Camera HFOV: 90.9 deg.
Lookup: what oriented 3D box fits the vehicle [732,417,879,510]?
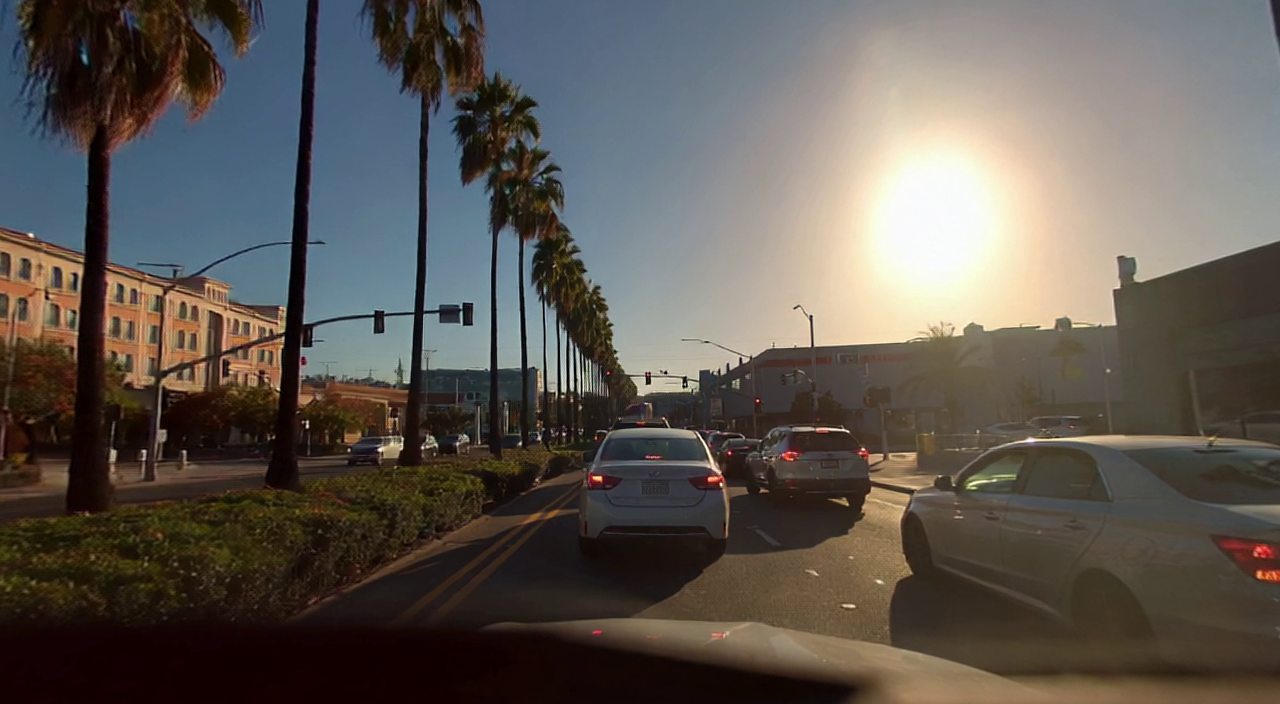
[{"bbox_3d":[3.491,2.461,14.303,2.169,1.751,4.276,0,-8,0],"label":"vehicle"}]

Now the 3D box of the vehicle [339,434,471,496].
[{"bbox_3d":[-6.265,3.048,17.380,1.900,1.487,4.165,0,-8,2],"label":"vehicle"}]

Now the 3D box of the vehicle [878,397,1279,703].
[{"bbox_3d":[3.538,1.217,4.476,1.910,1.490,4.661,0,-8,0],"label":"vehicle"}]

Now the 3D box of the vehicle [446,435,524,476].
[{"bbox_3d":[-6.060,4.096,25.217,1.822,1.456,4.396,-1,-8,2],"label":"vehicle"}]

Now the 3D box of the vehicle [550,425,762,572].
[{"bbox_3d":[0.171,1.784,8.461,2.140,1.474,4.026,0,-8,0],"label":"vehicle"}]
